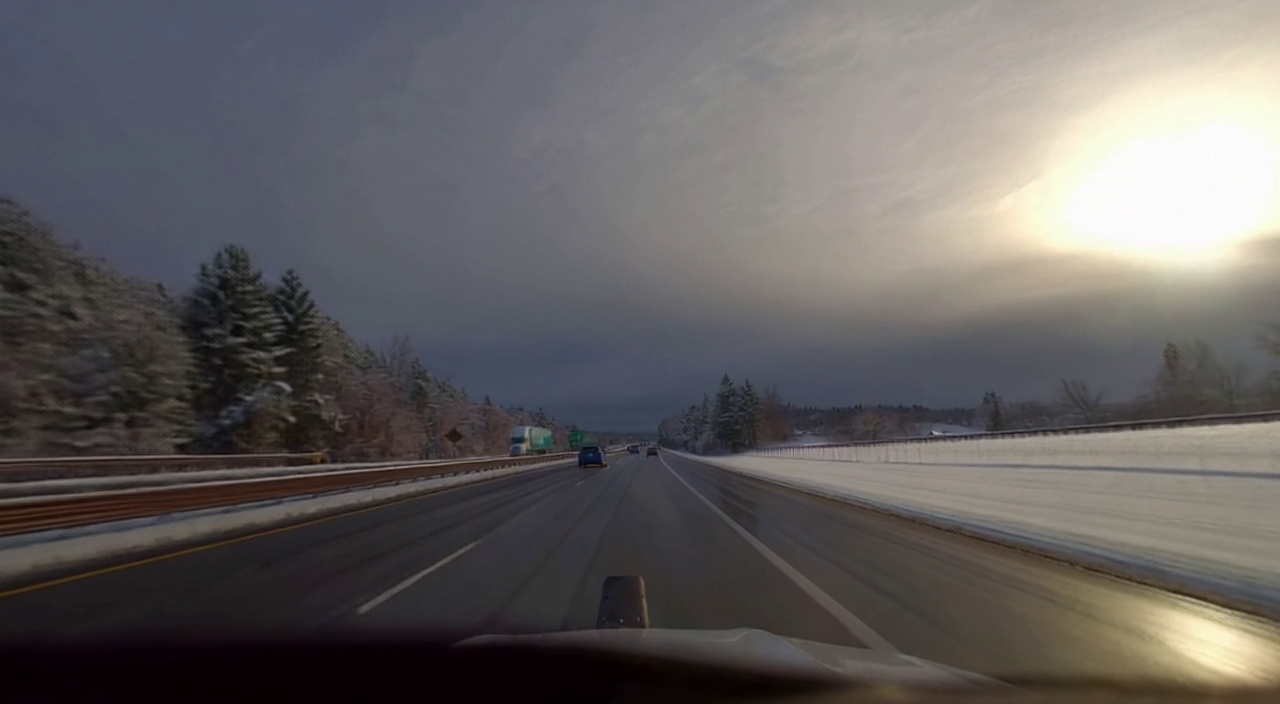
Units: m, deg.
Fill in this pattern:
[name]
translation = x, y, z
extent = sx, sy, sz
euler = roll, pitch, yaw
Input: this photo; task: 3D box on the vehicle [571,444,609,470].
[vehicle]
translation = -3.253, 6.908, 41.704
extent = 2.088, 1.586, 4.000
euler = 0, -9, 2
